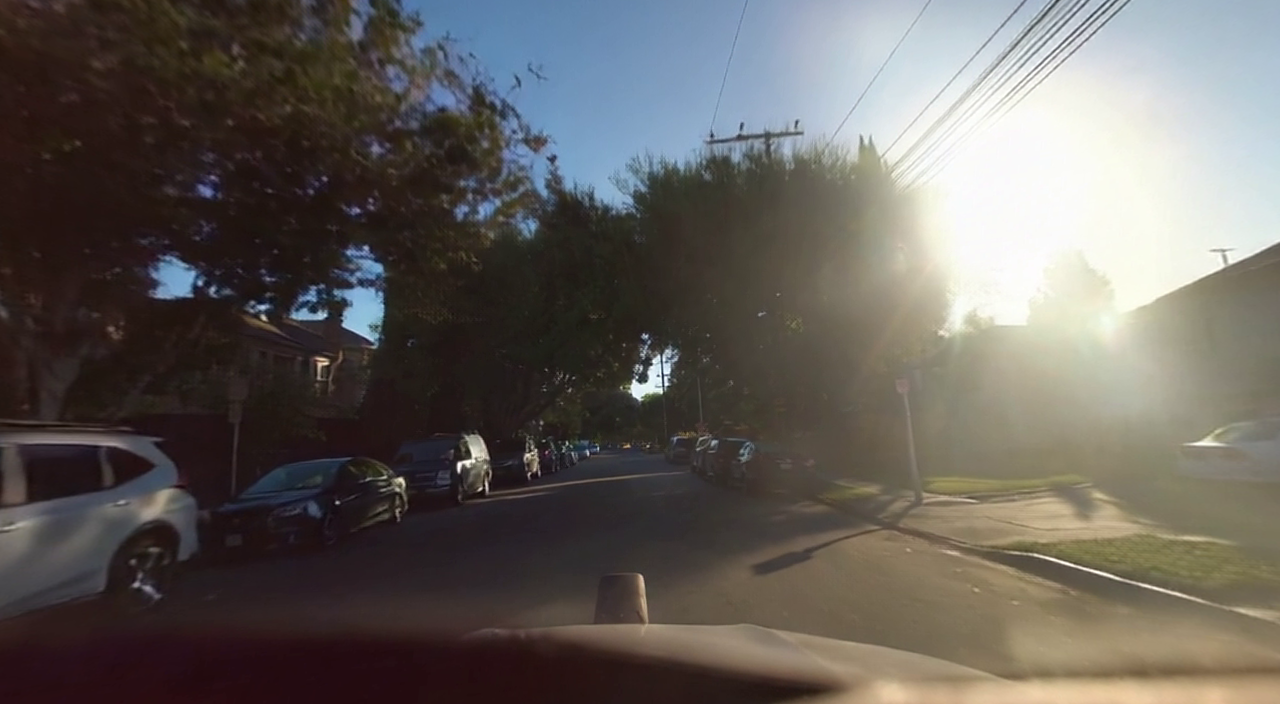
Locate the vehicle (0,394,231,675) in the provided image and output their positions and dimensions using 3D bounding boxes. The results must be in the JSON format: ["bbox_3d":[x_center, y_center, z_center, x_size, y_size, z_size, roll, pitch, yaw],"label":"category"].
[{"bbox_3d":[-5.279,1.218,4.232,2.042,1.850,4.758,0,-8,-3],"label":"vehicle"}]

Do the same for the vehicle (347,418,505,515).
[{"bbox_3d":[-5.335,2.932,16.758,2.390,2.123,5.371,0,-8,-1],"label":"vehicle"}]

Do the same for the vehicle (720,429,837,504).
[{"bbox_3d":[3.491,2.984,16.951,1.994,1.710,4.699,0,-8,-1],"label":"vehicle"}]

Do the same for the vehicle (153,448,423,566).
[{"bbox_3d":[-5.286,2.328,10.395,1.858,1.456,4.587,0,-8,-1],"label":"vehicle"}]

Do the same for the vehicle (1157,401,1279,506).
[{"bbox_3d":[11.376,1.629,10.255,4.336,1.520,1.876,0,-8,-2],"label":"vehicle"}]
